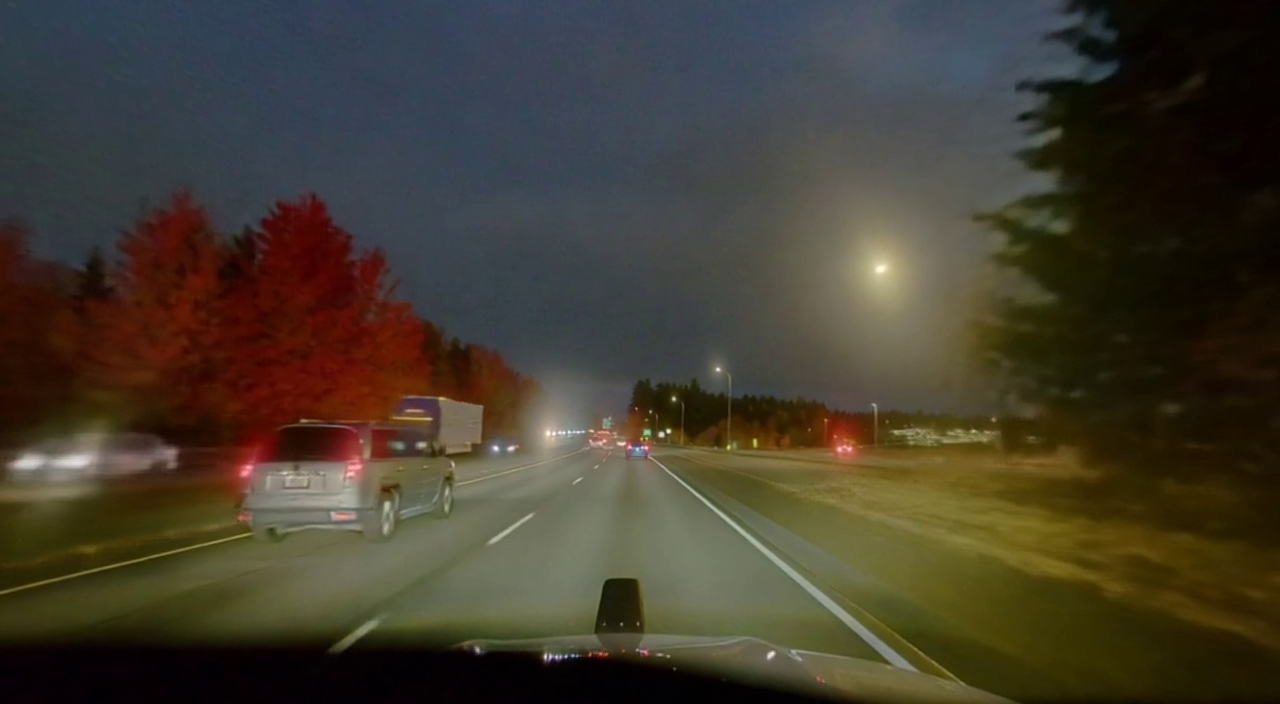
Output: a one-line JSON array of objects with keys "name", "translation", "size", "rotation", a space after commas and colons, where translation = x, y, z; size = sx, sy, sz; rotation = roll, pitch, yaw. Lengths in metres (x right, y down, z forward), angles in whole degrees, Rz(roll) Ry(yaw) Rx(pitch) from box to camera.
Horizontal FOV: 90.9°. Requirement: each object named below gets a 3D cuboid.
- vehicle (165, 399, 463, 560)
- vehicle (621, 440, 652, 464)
[{"name": "vehicle", "translation": [-4.109, 1.681, 8.945], "size": [1.924, 1.720, 4.195], "rotation": [0, -8, 0]}, {"name": "vehicle", "translation": [-0.257, 6.558, 41.546], "size": [1.939, 1.497, 3.863], "rotation": [0, -8, -1]}]
